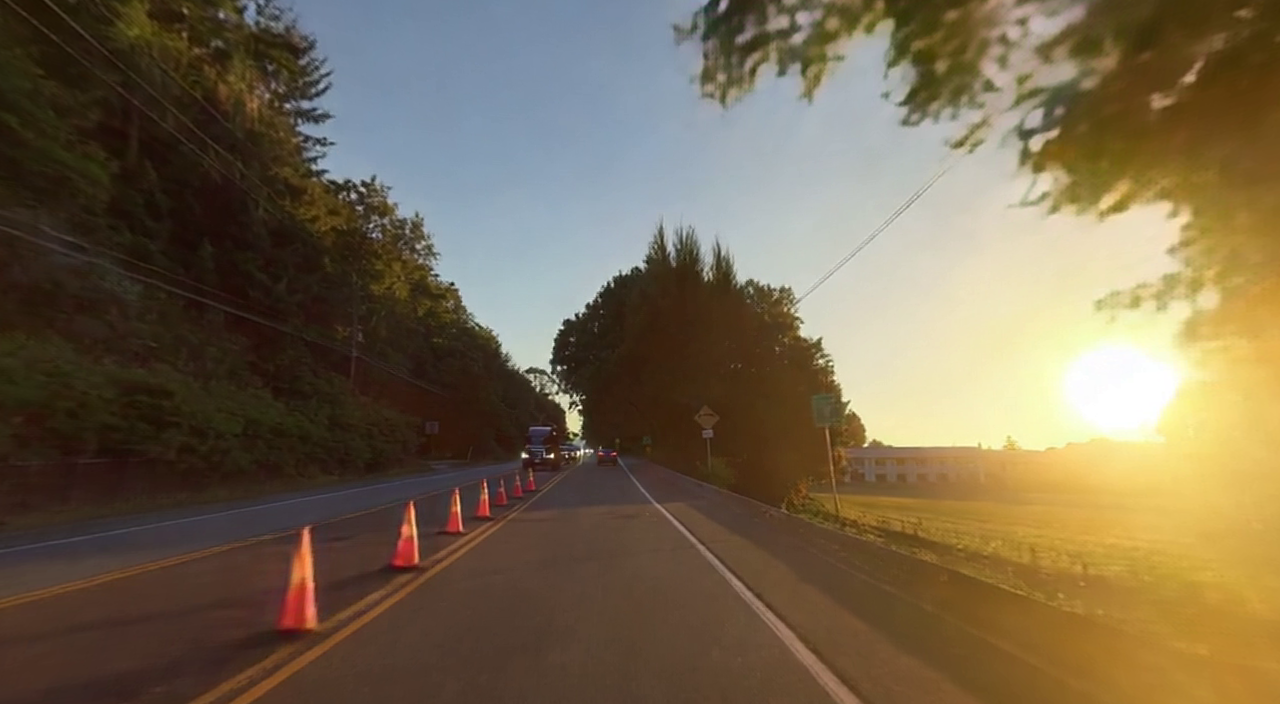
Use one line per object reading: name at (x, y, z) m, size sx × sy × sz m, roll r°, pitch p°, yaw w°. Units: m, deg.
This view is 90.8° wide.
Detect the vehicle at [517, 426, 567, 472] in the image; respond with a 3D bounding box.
vehicle at (-5.636, 5.636, 36.837) m, size 2.380 × 2.488 × 4.028 m, roll 2°, pitch -8°, yaw -3°
